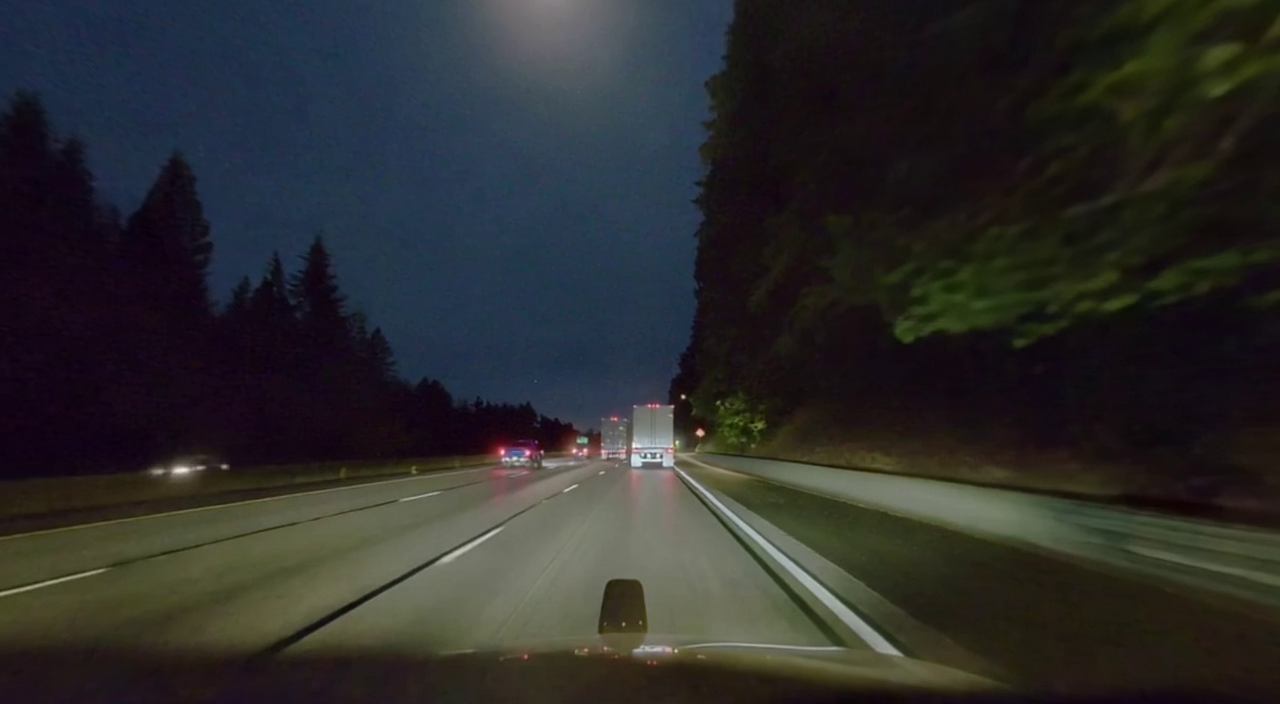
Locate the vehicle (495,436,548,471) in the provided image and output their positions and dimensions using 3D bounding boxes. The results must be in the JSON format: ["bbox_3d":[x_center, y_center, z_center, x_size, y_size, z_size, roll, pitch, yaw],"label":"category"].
[{"bbox_3d":[-6.878,5.944,37.171,2.149,1.884,4.627,0,-8,1],"label":"vehicle"}]

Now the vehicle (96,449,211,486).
[{"bbox_3d":[-25.773,6.105,33.696,2.131,1.760,4.854,0,-8,2],"label":"vehicle"}]
